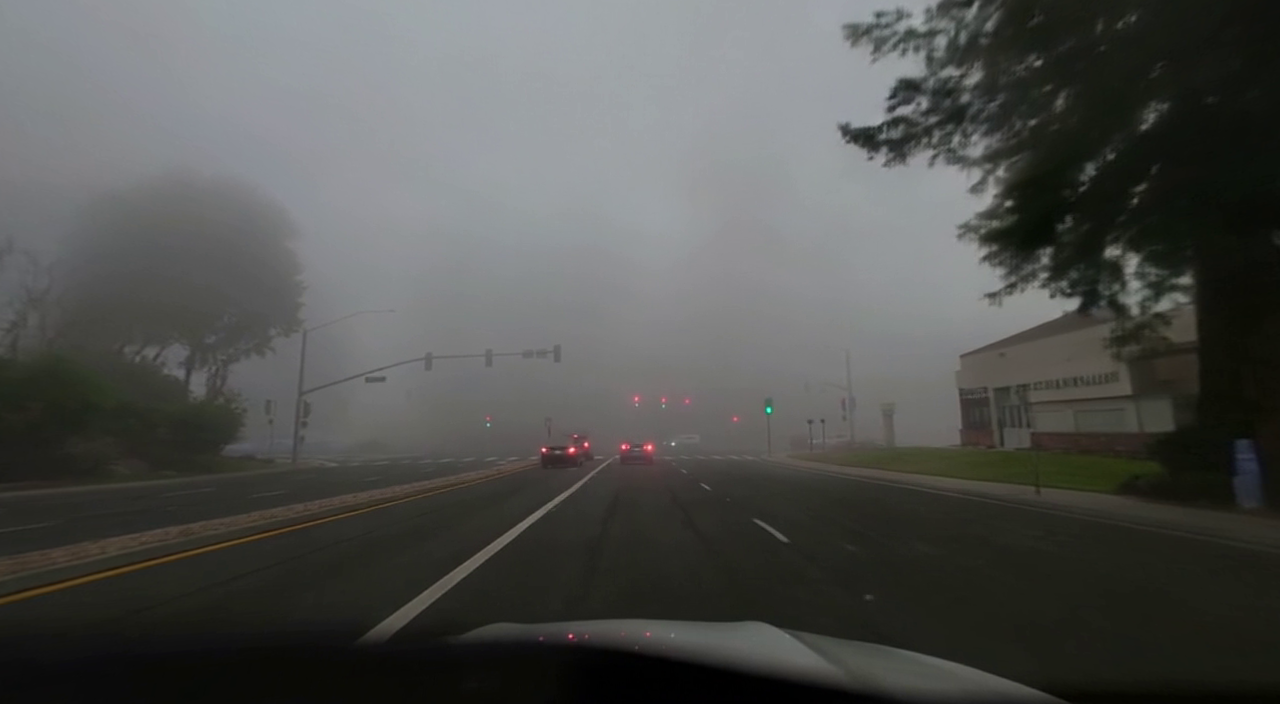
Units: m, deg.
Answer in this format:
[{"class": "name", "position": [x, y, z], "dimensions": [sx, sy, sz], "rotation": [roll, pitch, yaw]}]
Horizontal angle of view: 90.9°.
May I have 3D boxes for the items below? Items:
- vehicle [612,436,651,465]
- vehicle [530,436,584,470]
[{"class": "vehicle", "position": [-0.472, 5.465, 35.012], "dimensions": [2.066, 1.482, 3.923], "rotation": [0, -8, -1]}, {"class": "vehicle", "position": [-3.874, 4.800, 30.205], "dimensions": [1.942, 1.497, 4.561], "rotation": [0, -8, 0]}]
